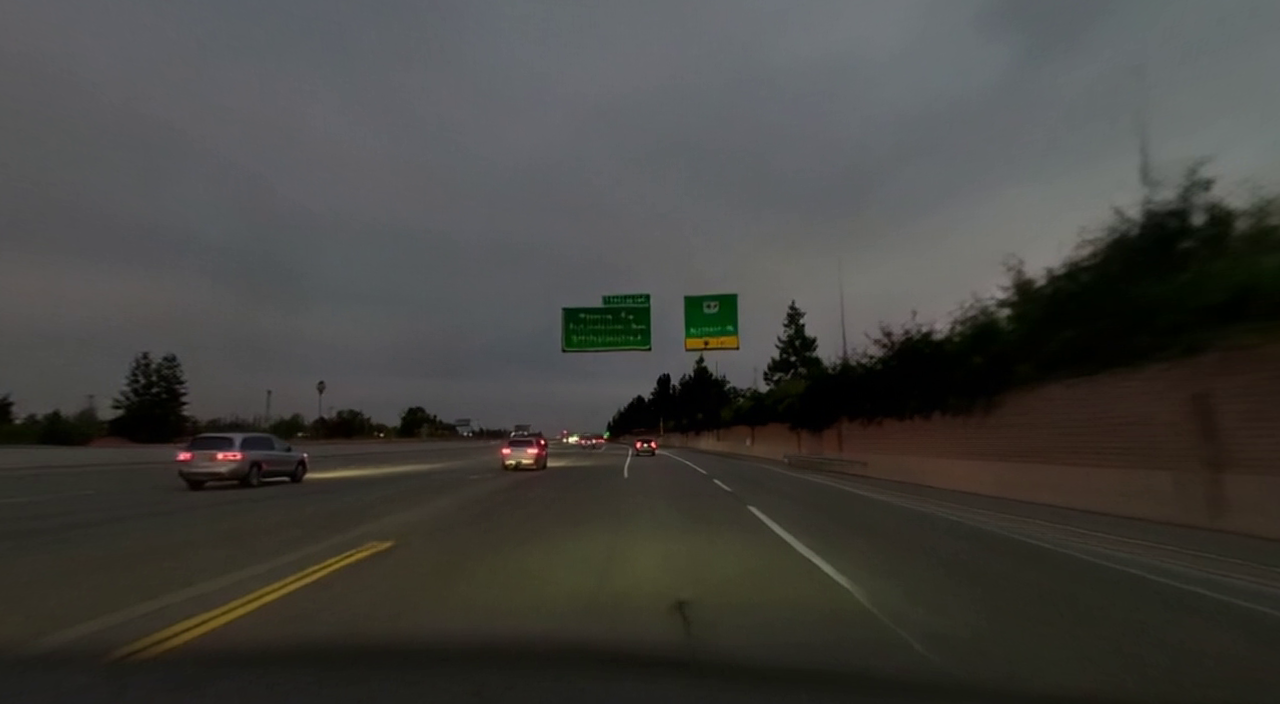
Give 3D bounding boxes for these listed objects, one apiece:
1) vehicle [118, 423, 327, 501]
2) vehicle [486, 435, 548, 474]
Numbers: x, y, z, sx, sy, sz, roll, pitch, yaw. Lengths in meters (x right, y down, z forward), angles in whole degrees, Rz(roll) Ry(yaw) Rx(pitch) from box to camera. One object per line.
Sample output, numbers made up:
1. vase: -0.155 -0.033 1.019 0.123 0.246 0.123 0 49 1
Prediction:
1. vehicle: -9.966 2.673 15.631 2.025 1.618 4.683 0 -9 -1
2. vehicle: -5.910 4.981 30.820 2.151 1.707 4.759 0 -9 -1
